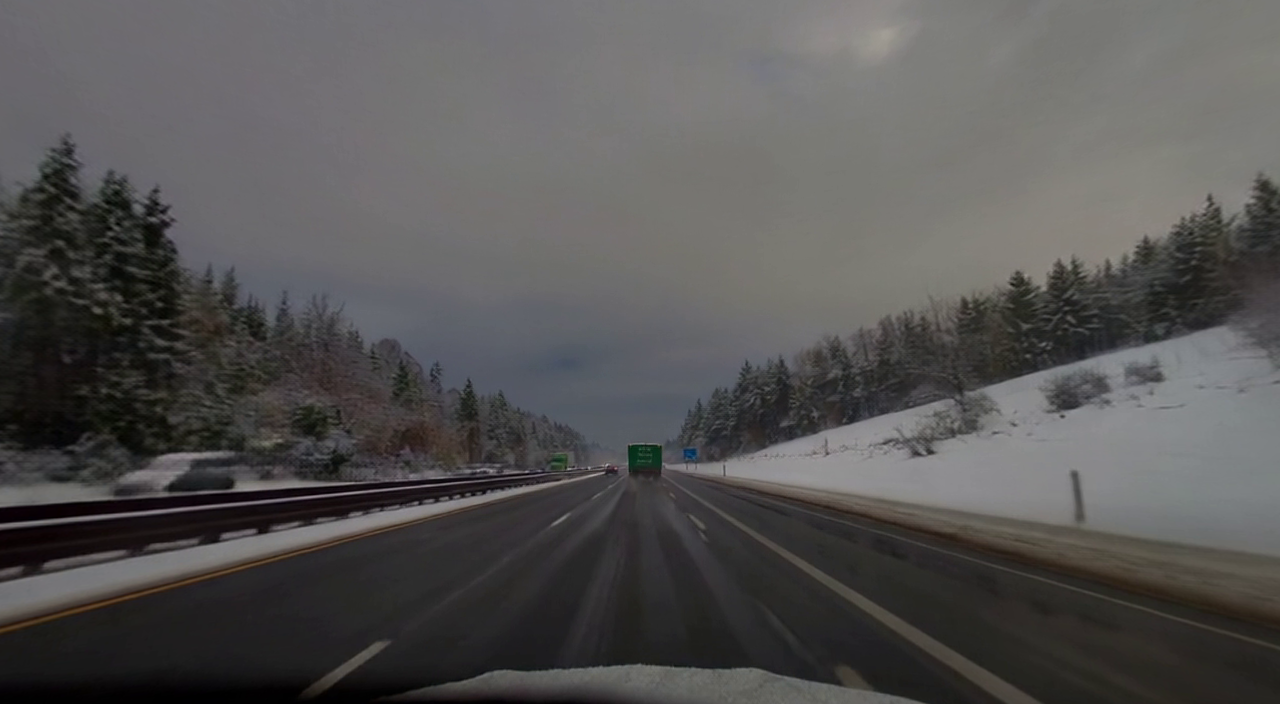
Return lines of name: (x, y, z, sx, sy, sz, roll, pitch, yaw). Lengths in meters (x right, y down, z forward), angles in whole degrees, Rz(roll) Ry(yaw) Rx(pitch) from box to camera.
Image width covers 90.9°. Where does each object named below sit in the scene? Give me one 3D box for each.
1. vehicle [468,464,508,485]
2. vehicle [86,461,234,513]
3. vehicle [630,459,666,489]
vehicle: (-11.023, 8.921, 45.954, 1.798, 1.447, 4.131, 0, -10, 1)
vehicle: (-15.997, 4.500, 21.298, 1.823, 1.554, 3.847, 0, -10, 1)
vehicle: (0.477, 7.422, 38.381, 2.048, 1.663, 4.377, 1, -10, 0)
